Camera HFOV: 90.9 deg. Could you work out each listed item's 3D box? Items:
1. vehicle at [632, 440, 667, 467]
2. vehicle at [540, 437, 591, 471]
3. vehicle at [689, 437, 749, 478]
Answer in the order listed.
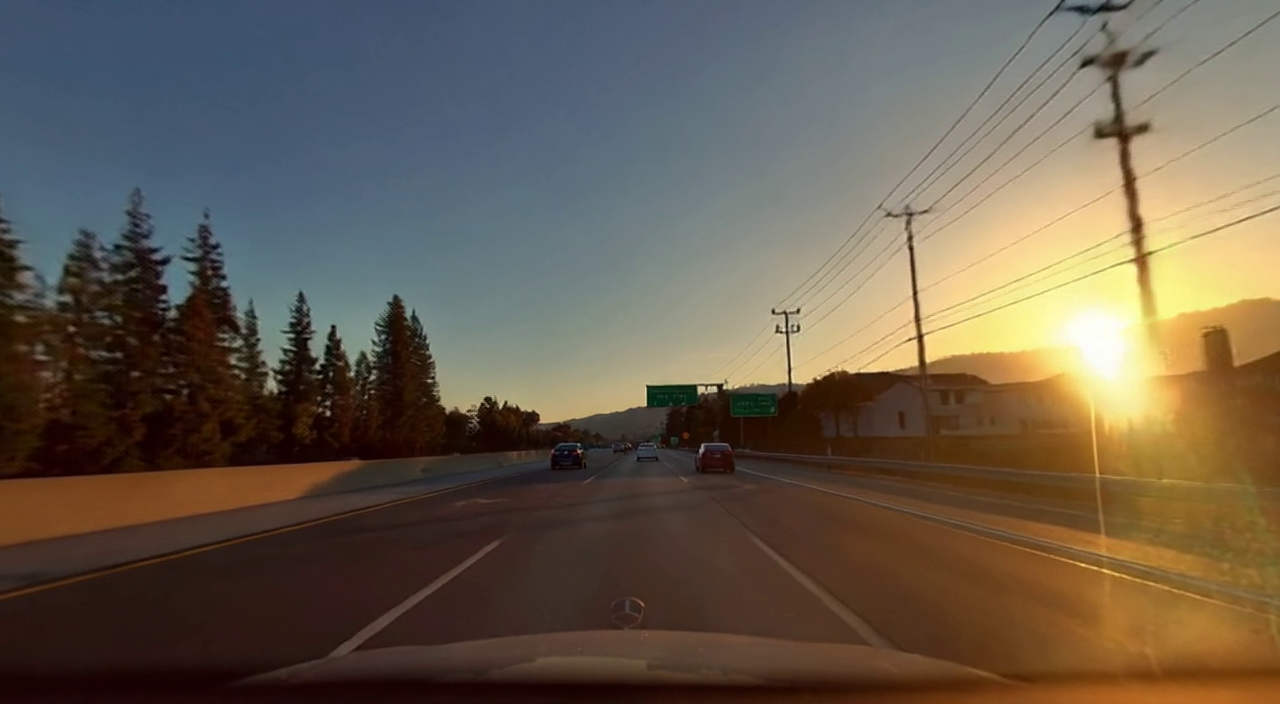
[{"bbox_3d":[0.536,6.351,39.588,2.049,1.620,4.153,0,-8,0],"label":"vehicle"},{"bbox_3d":[-4.110,5.719,35.557,2.217,1.773,4.553,0,-8,1],"label":"vehicle"},{"bbox_3d":[3.302,4.465,26.983,1.996,1.579,3.841,0,-8,-1],"label":"vehicle"}]
